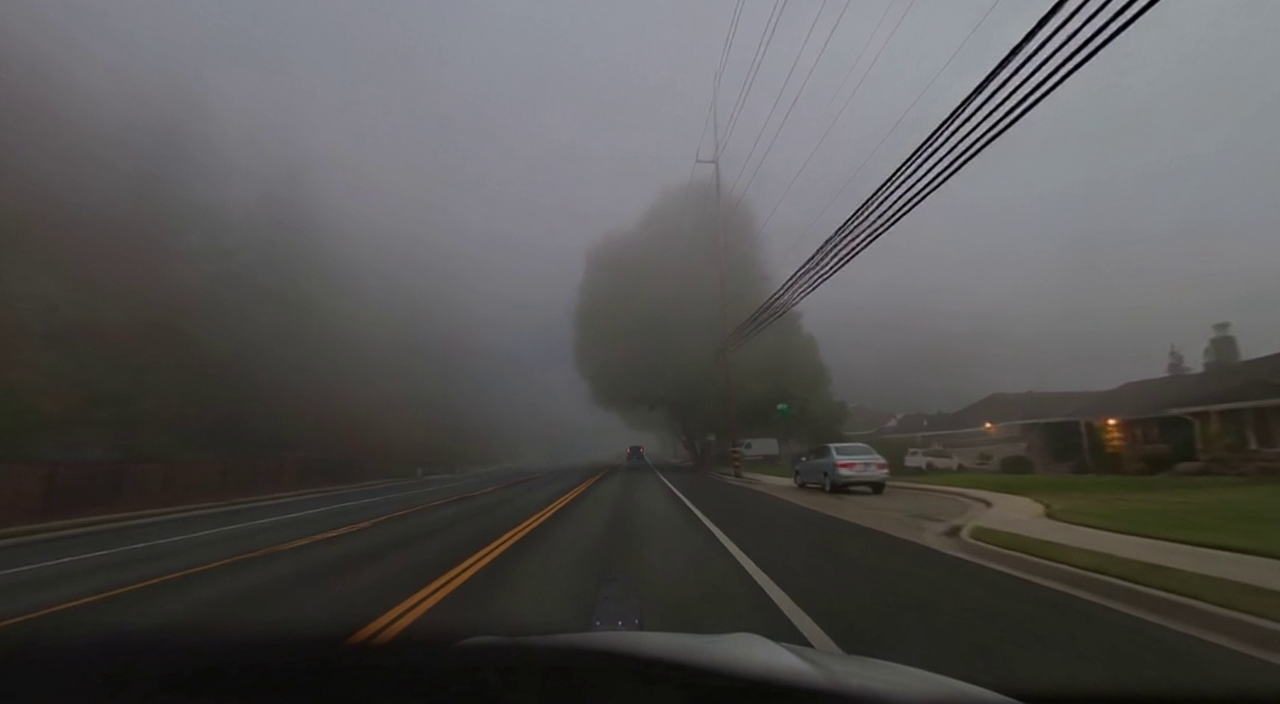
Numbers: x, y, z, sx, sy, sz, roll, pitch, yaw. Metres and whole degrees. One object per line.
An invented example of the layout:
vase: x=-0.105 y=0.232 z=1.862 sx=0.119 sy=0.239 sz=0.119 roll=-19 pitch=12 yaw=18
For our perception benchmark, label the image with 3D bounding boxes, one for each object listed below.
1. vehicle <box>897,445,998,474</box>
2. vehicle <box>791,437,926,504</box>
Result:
vehicle: x=15.104 y=5.287 z=31.069 sx=4.034 sy=1.403 sz=1.821 roll=0 pitch=-8 yaw=-2
vehicle: x=6.005 y=3.292 z=18.048 sx=2.039 sy=1.637 sz=4.782 roll=0 pitch=-8 yaw=-1
